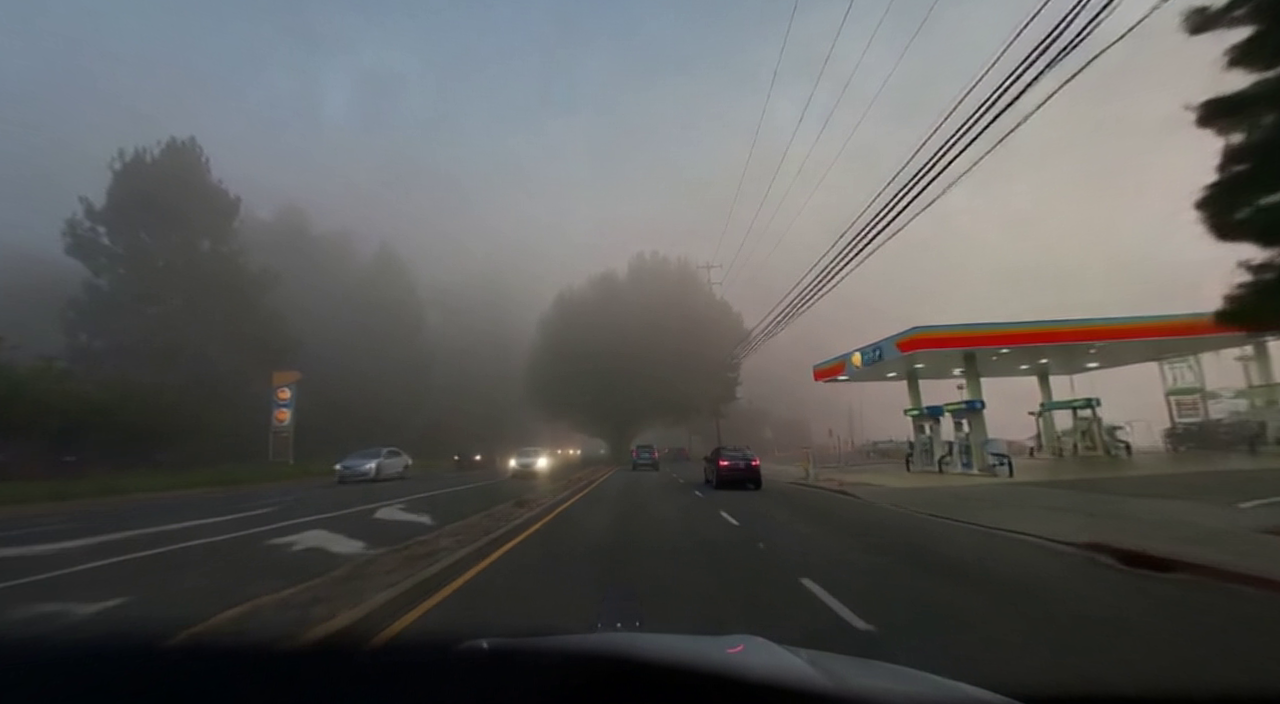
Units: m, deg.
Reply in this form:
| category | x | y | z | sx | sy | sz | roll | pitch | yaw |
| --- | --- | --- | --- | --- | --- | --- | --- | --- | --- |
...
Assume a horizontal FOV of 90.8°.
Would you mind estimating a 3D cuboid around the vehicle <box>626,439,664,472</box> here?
| category | x | y | z | sx | sy | sz | roll | pitch | yaw |
| --- | --- | --- | --- | --- | --- | --- | --- | --- | --- |
| vehicle | 0.275 | 6.197 | 37.761 | 2.163 | 1.825 | 4.073 | -1 | -9 | 0 |

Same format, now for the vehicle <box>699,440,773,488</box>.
| category | x | y | z | sx | sy | sz | roll | pitch | yaw |
| --- | --- | --- | --- | --- | --- | --- | --- | --- | --- |
| vehicle | 3.495 | 4.187 | 23.849 | 1.990 | 1.592 | 4.294 | 0 | -9 | -1 |

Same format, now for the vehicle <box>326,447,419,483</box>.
| category | x | y | z | sx | sy | sz | roll | pitch | yaw |
| --- | --- | --- | --- | --- | --- | --- | --- | --- | --- |
| vehicle | -12.360 | 5.243 | 29.601 | 2.264 | 1.515 | 4.718 | -1 | -9 | 1 |

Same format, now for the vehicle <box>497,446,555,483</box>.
| category | x | y | z | sx | sy | sz | roll | pitch | yaw |
| --- | --- | --- | --- | --- | --- | --- | --- | --- | --- |
| vehicle | -4.846 | 4.845 | 27.351 | 1.816 | 1.484 | 3.629 | -1 | -9 | 0 |

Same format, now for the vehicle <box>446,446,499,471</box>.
| category | x | y | z | sx | sy | sz | roll | pitch | yaw |
| --- | --- | --- | --- | --- | --- | --- | --- | --- | --- |
| vehicle | -11.322 | 7.234 | 43.025 | 2.186 | 1.607 | 4.488 | -1 | -9 | 2 |
